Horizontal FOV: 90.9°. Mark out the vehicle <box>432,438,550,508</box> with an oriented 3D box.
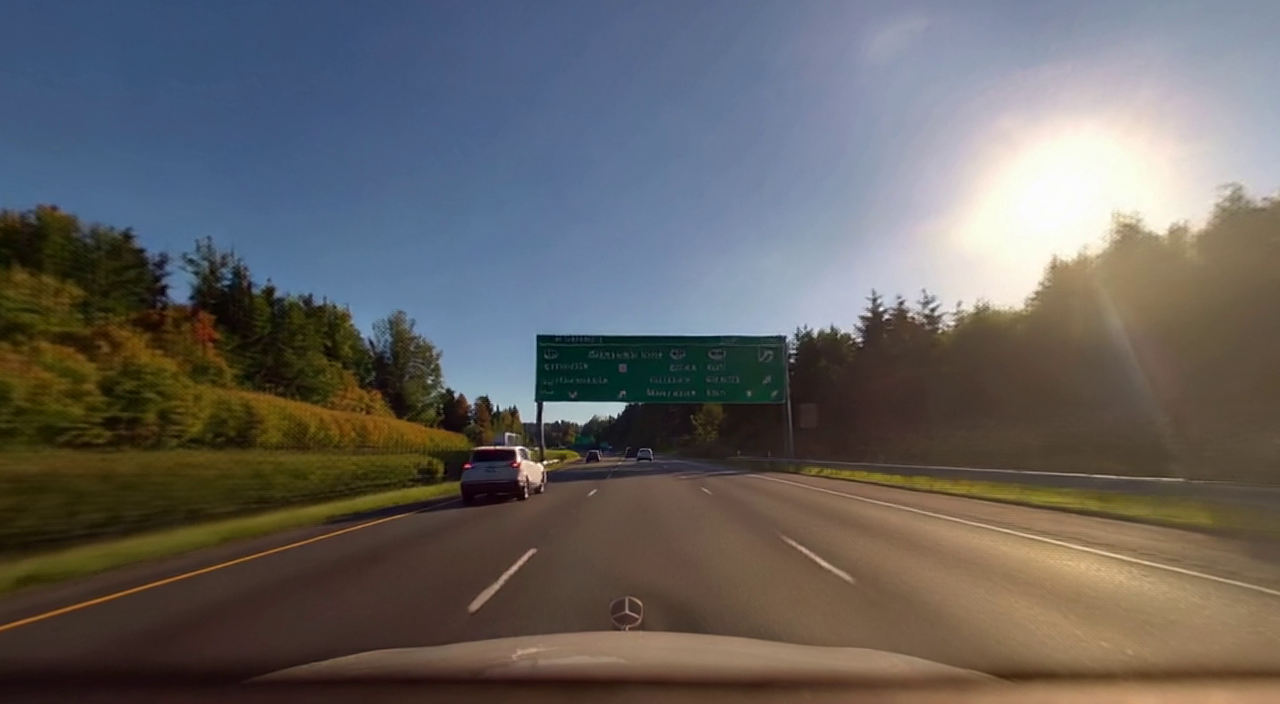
[{"bbox_3d":[-3.745,3.146,16.774,2.028,1.584,4.481,0,-9,0],"label":"vehicle"}]
